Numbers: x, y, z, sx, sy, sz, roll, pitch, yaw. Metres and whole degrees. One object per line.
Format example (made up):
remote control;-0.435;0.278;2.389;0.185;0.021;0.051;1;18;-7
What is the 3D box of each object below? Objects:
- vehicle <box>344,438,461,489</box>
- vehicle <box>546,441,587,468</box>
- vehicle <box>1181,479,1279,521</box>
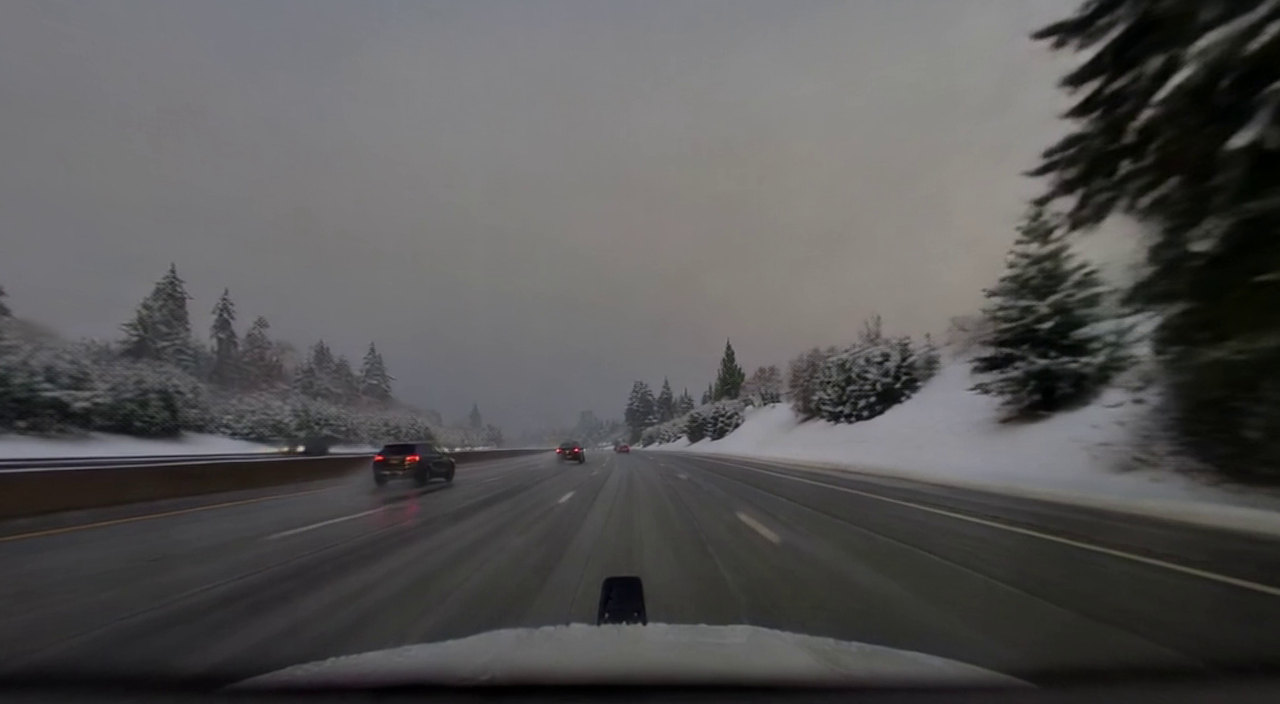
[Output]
vehicle;-7.591;3.595;20.743;2.038;1.463;4.656;0;-8;0
vehicle;-4.213;5.908;36.638;1.936;1.465;4.060;0;-8;-1
vehicle;26.630;6.505;28.003;2.005;1.478;4.056;-1;-9;9
